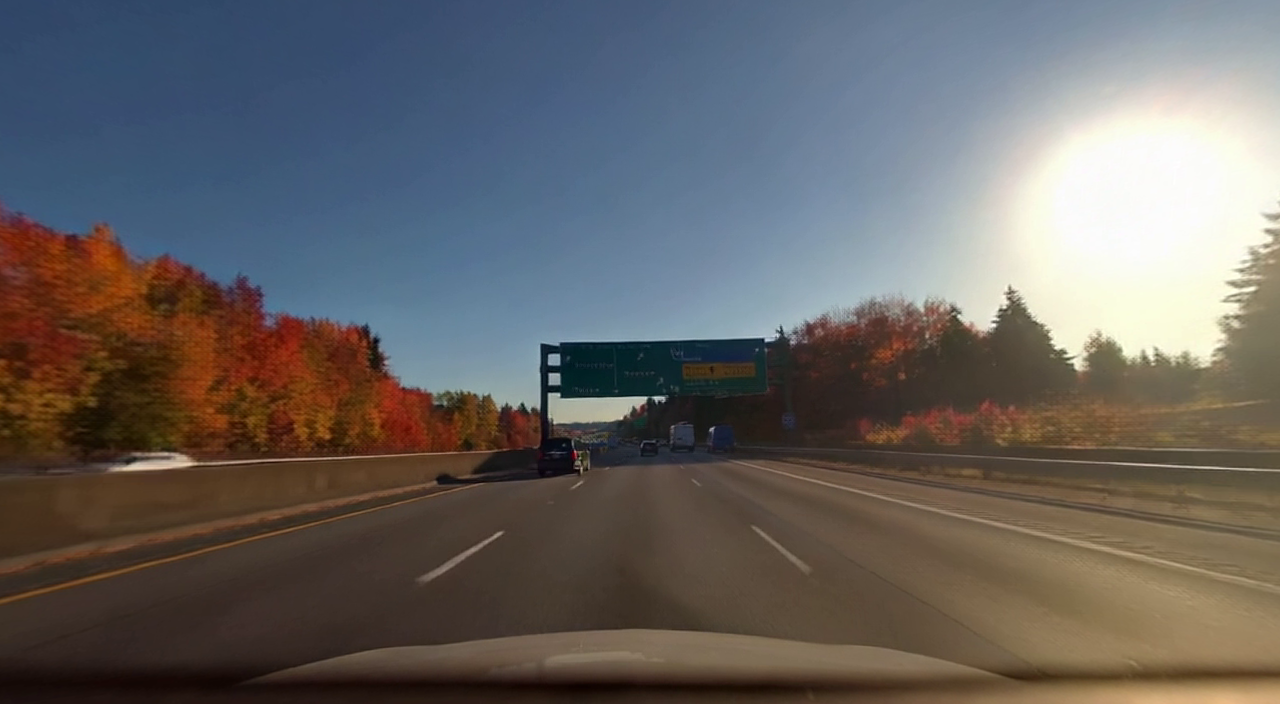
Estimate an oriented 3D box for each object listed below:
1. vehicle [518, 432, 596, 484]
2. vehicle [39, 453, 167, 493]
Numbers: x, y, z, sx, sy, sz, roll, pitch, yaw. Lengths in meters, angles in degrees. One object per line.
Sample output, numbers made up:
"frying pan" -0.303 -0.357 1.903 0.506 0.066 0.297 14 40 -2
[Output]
"vehicle" -2.920 3.857 23.269 2.177 1.707 4.432 0 -8 1
"vehicle" -23.147 5.200 27.348 1.803 1.487 4.200 0 -8 1
